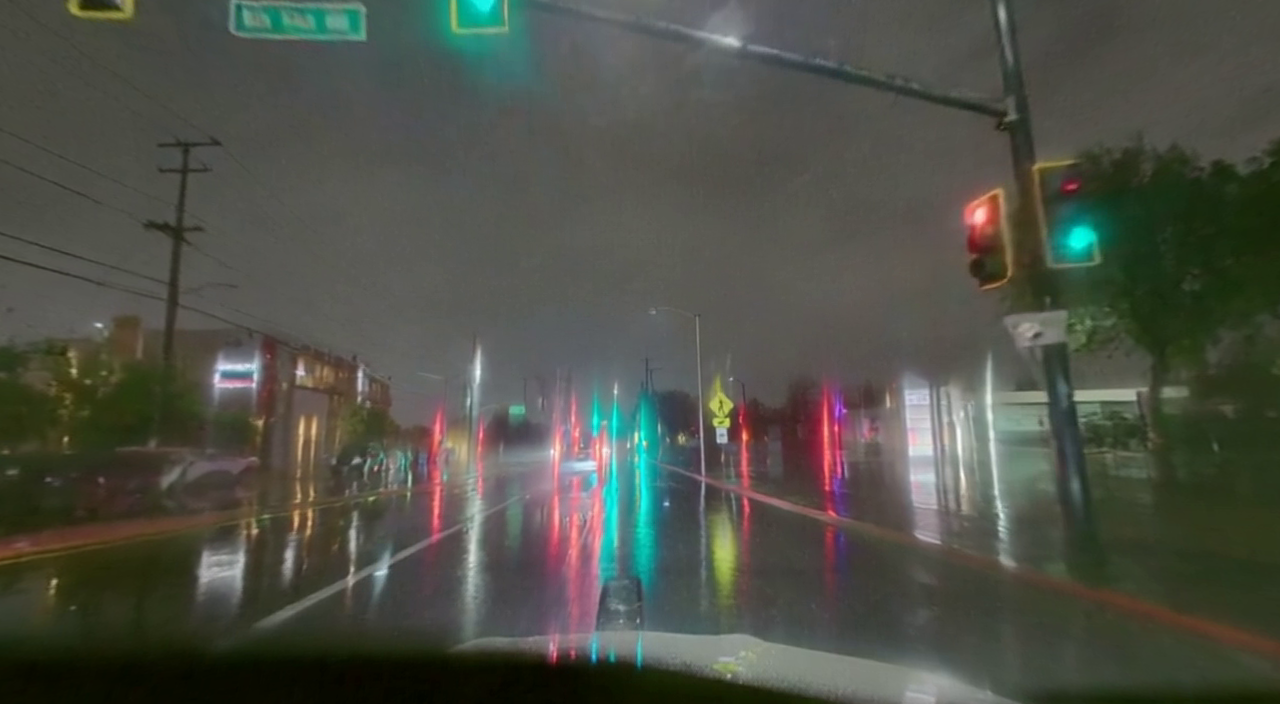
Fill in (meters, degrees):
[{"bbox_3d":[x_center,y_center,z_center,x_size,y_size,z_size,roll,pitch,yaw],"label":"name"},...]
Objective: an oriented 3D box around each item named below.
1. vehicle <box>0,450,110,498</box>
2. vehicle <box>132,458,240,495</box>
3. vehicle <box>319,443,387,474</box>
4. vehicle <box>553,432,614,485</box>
[{"bbox_3d":[-25.871,5.269,27.168,4.508,1.776,1.932,-3,-7,3],"label":"vehicle"},{"bbox_3d":[-20.391,5.594,28.615,1.786,1.439,4.312,0,-8,-2],"label":"vehicle"},{"bbox_3d":[-21.365,7.944,47.456,2.369,2.159,6.388,0,-8,-3],"label":"vehicle"},{"bbox_3d":[-2.017,3.912,23.514,2.022,1.757,4.041,0,-8,-3],"label":"vehicle"}]
